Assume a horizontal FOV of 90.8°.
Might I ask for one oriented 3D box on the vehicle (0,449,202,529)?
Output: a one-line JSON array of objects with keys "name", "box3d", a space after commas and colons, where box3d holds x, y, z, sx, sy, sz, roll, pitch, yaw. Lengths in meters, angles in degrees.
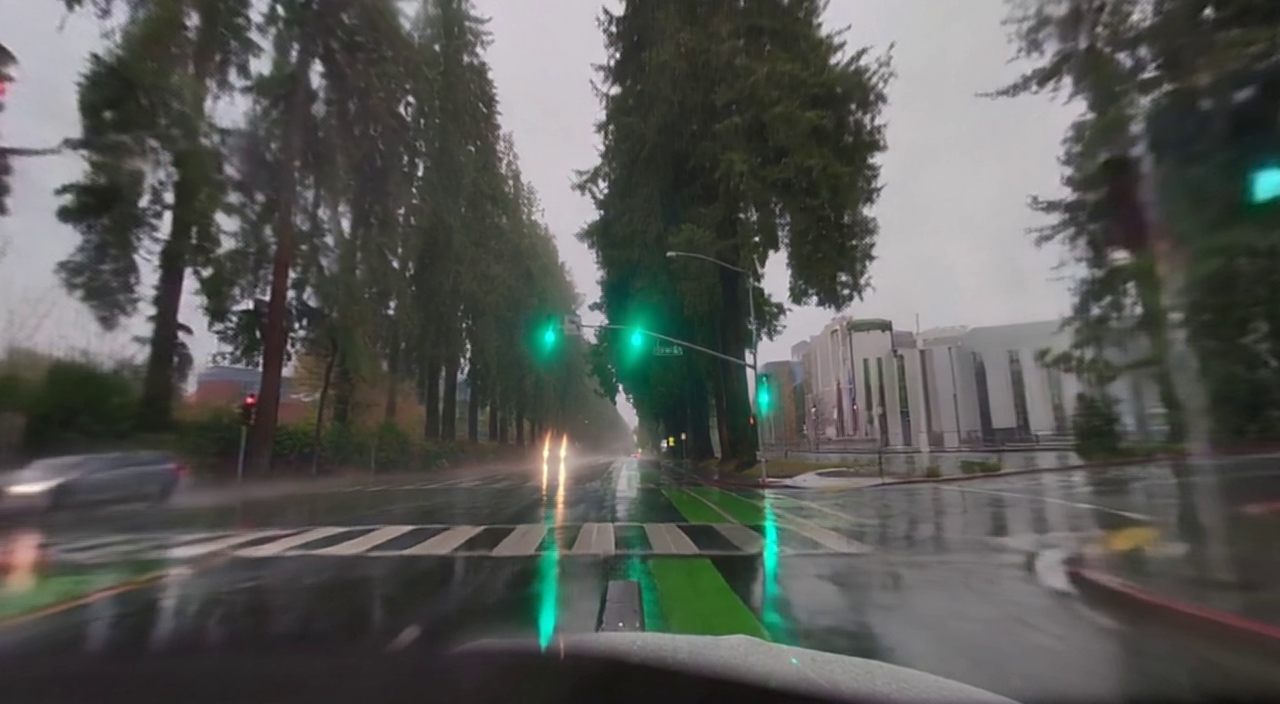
[{"name": "vehicle", "box3d": [-14.607, 3.527, 16.990, 2.113, 1.804, 4.732, 0, -9, 2]}]
